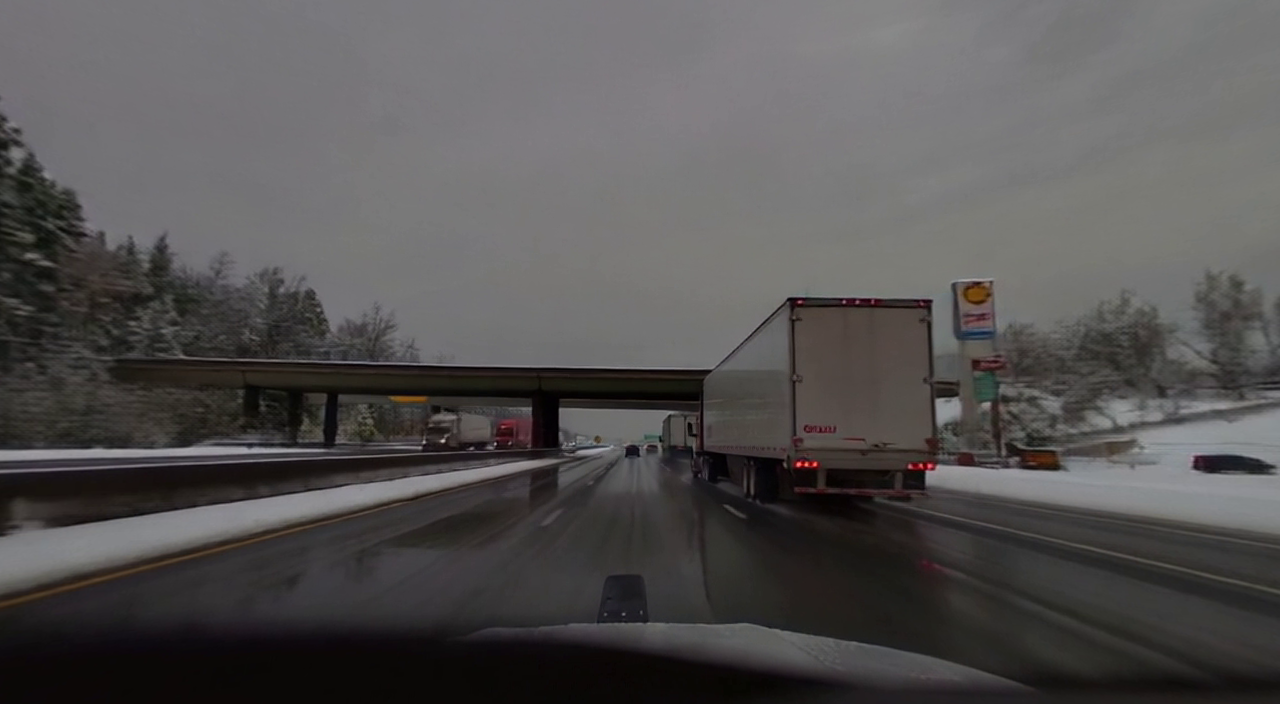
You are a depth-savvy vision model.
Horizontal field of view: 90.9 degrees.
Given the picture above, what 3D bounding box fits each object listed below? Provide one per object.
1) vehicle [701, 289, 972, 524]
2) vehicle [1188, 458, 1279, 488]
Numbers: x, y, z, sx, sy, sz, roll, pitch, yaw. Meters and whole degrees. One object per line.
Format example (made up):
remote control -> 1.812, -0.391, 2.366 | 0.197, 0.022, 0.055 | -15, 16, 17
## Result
vehicle -> 3.957, 1.938, 17.677 | 2.922, 3.987, 14.038 | 0, -9, -1
vehicle -> 39.276, 7.934, 41.570 | 1.939, 1.708, 4.755 | 0, -9, 2
